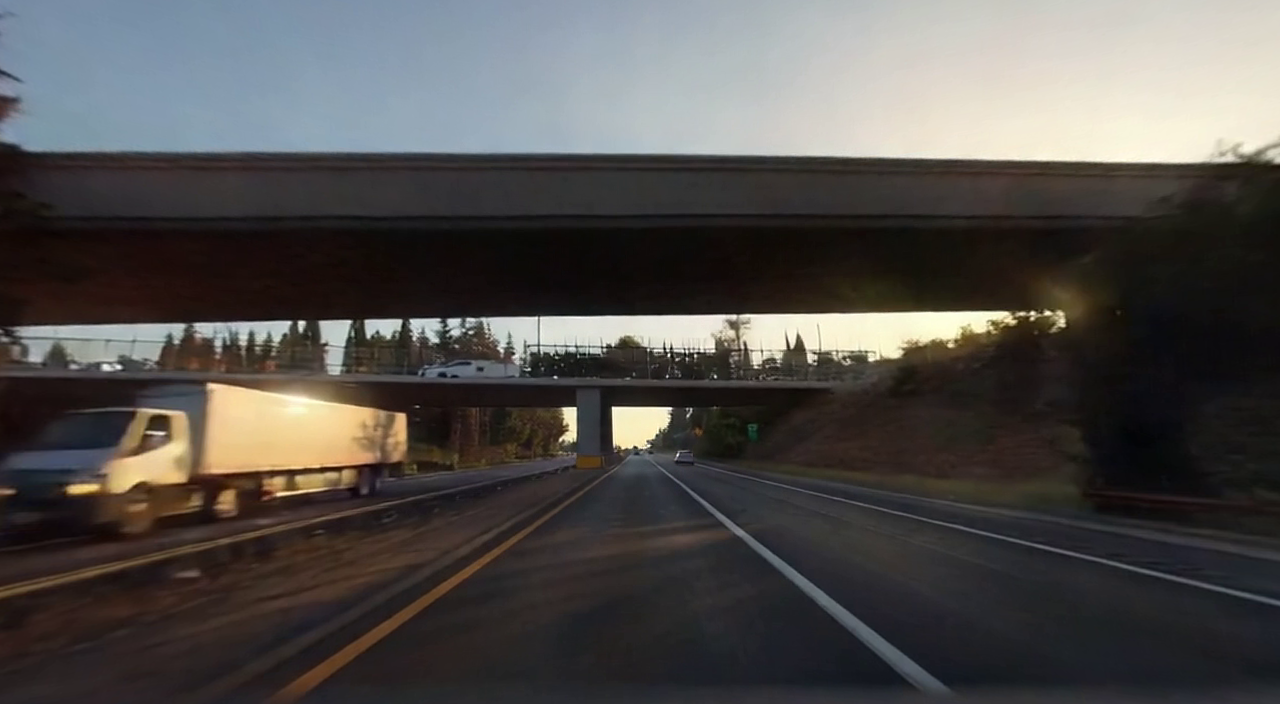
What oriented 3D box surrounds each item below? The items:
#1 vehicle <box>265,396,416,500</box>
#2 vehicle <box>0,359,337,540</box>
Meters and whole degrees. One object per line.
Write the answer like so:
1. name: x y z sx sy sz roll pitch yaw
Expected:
1. vehicle: -13.148 4.365 28.738 2.848 4.007 7.992 0 -9 0
2. vehicle: -13.115 2.909 19.044 3.038 4.027 9.826 0 -9 0
